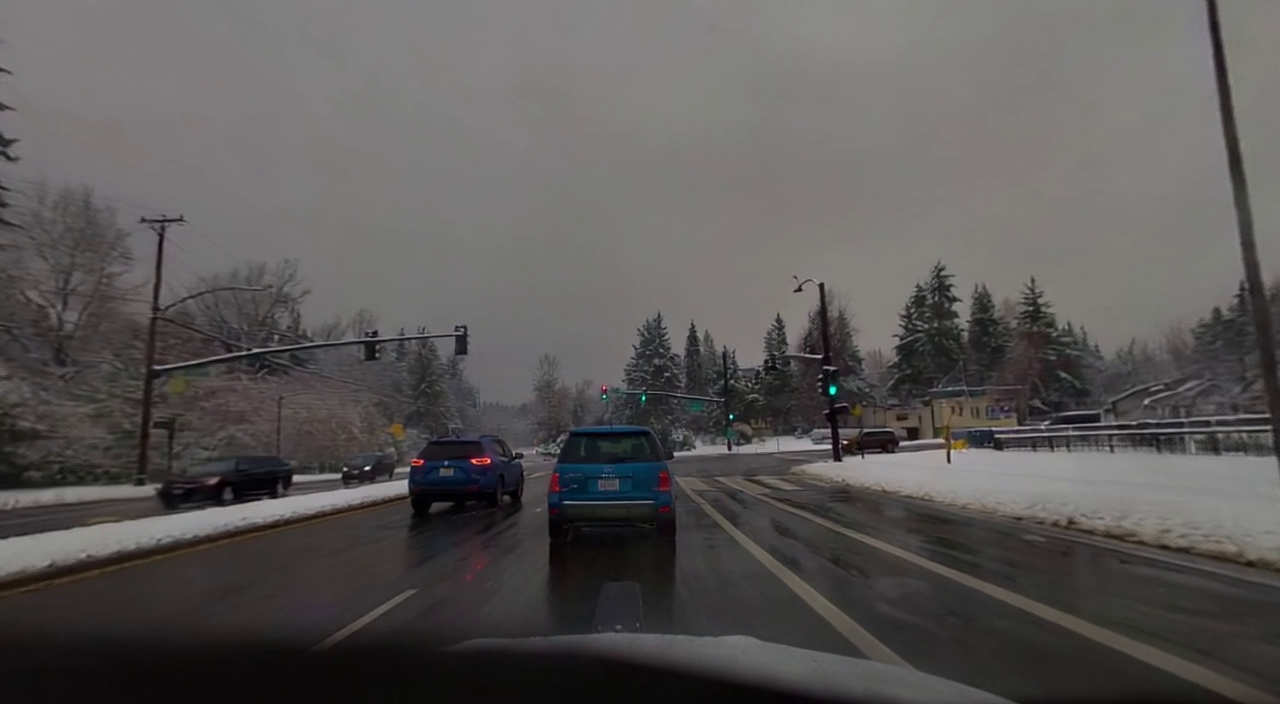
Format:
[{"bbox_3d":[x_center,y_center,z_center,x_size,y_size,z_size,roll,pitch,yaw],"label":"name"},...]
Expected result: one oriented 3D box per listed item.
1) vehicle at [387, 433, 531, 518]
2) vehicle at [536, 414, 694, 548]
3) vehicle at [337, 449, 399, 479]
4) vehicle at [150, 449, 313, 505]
[{"bbox_3d":[-3.996,2.787,14.845,2.009,1.673,4.454,0,-8,0],"label":"vehicle"},{"bbox_3d":[-0.342,2.111,11.104,2.131,1.793,5.016,0,-8,0],"label":"vehicle"},{"bbox_3d":[-16.266,6.680,38.017,1.932,1.673,4.216,0,-8,-1],"label":"vehicle"},{"bbox_3d":[-12.386,3.769,19.615,1.935,1.488,4.611,0,-8,0],"label":"vehicle"}]
